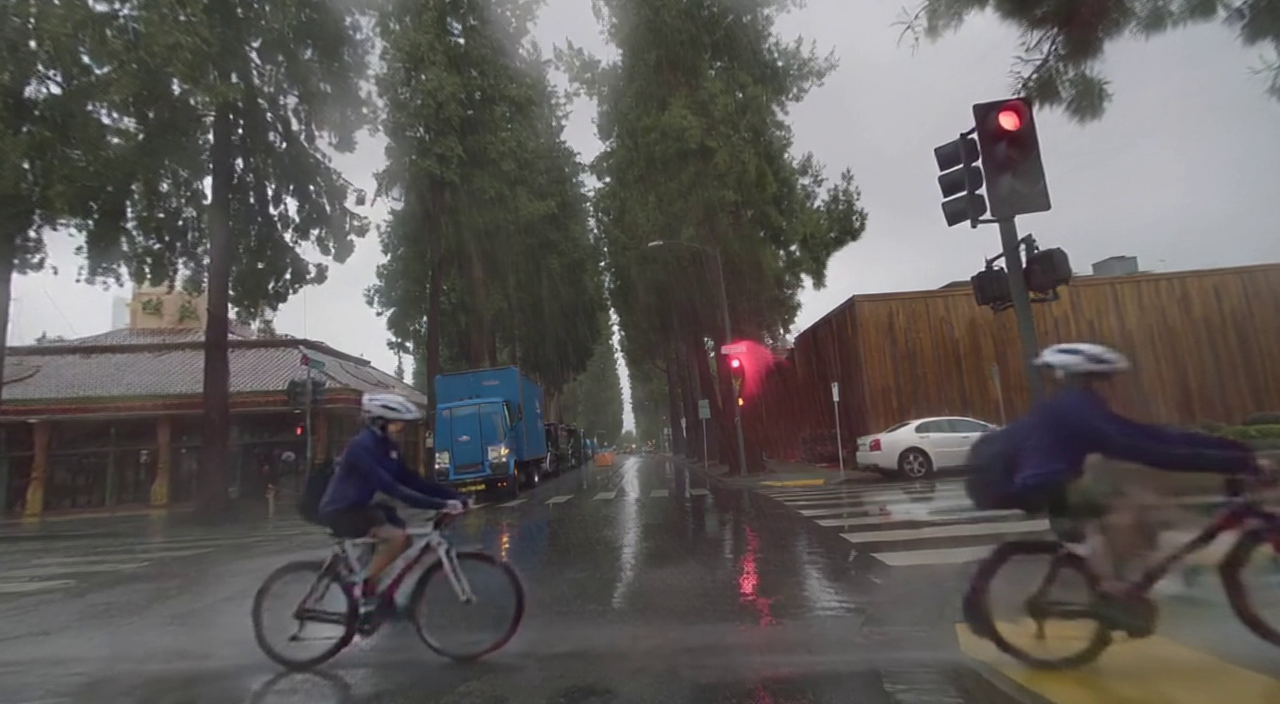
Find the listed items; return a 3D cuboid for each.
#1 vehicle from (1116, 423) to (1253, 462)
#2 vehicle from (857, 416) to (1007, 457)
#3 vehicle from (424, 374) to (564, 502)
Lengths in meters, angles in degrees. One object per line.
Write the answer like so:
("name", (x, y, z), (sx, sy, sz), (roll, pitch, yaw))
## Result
("vehicle", (24.953, 4.160, 29.013), (4.268, 1.695, 2.053), (0, -8, 3))
("vehicle", (10.699, 3.143, 23.416), (4.643, 1.456, 1.820), (-1, -8, 5))
("vehicle", (-5.753, 3.717, 27.090), (3.113, 4.041, 10.284), (-7, -8, 0))
